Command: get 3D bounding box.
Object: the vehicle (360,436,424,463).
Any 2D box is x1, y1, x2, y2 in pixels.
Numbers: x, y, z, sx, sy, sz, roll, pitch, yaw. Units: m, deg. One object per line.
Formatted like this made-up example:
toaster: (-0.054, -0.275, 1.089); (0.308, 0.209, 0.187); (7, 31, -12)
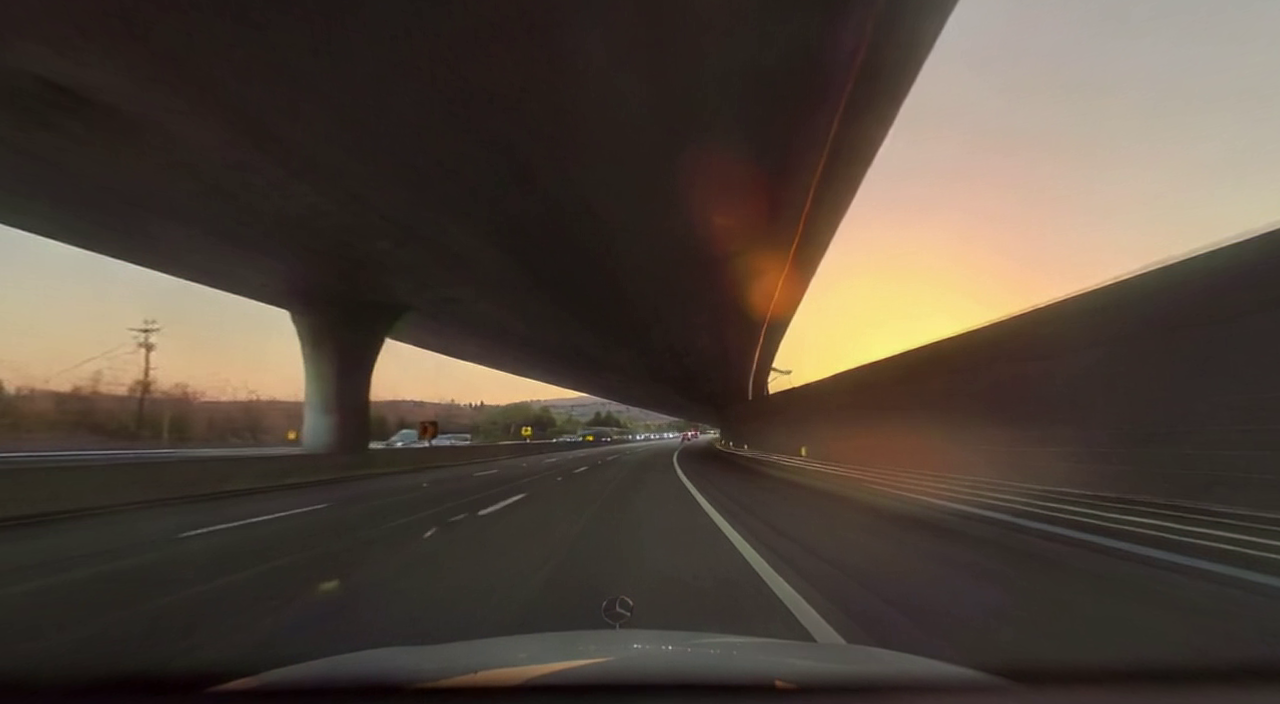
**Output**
vehicle: (-16.362, 6.469, 41.873); (2.049, 1.670, 5.161); (0, -8, 2)
